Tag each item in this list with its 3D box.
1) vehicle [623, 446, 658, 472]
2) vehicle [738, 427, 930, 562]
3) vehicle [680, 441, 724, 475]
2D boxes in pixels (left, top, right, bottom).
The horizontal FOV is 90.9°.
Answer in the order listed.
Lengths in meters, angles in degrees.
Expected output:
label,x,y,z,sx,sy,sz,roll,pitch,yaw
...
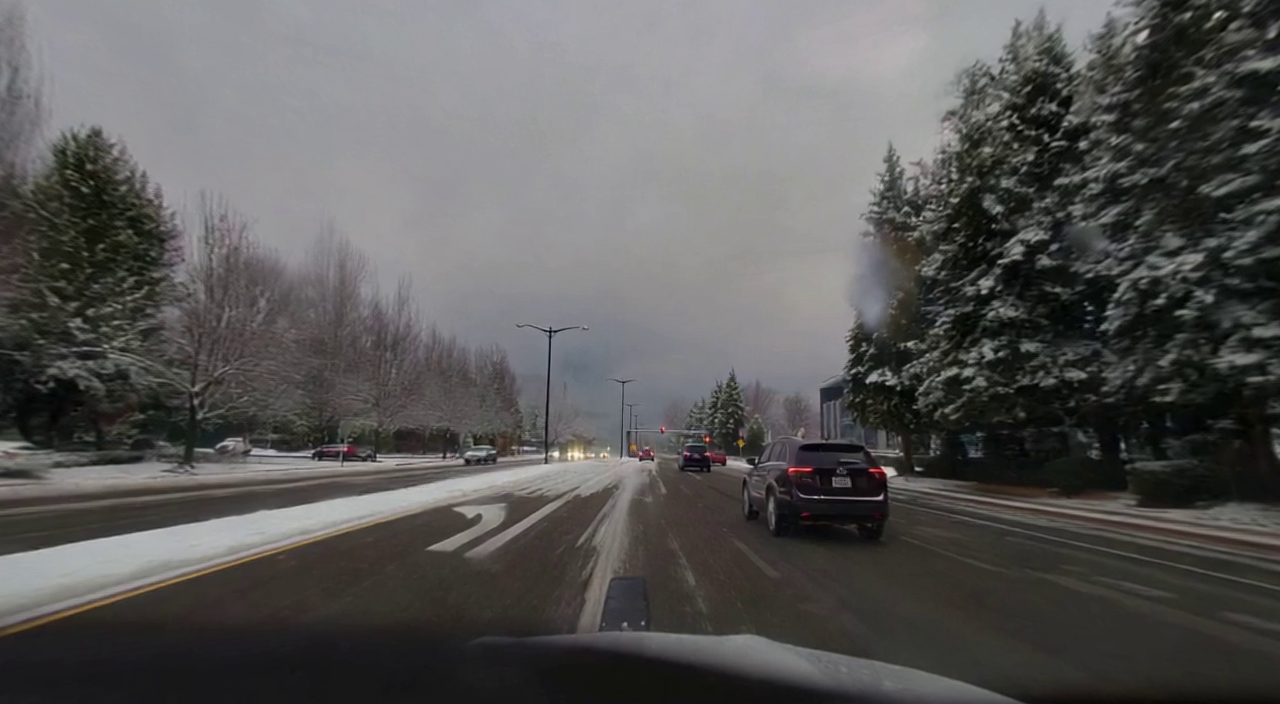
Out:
label,x,y,z,sx,sy,sz,roll,pitch,yaw
vehicle,0.022,6.494,38.578,1.991,1.477,3.814,0,-8,0
vehicle,2.835,2.126,10.156,1.901,1.634,3.896,3,-8,1
vehicle,3.737,6.468,38.766,2.154,1.844,4.634,2,-8,-1
